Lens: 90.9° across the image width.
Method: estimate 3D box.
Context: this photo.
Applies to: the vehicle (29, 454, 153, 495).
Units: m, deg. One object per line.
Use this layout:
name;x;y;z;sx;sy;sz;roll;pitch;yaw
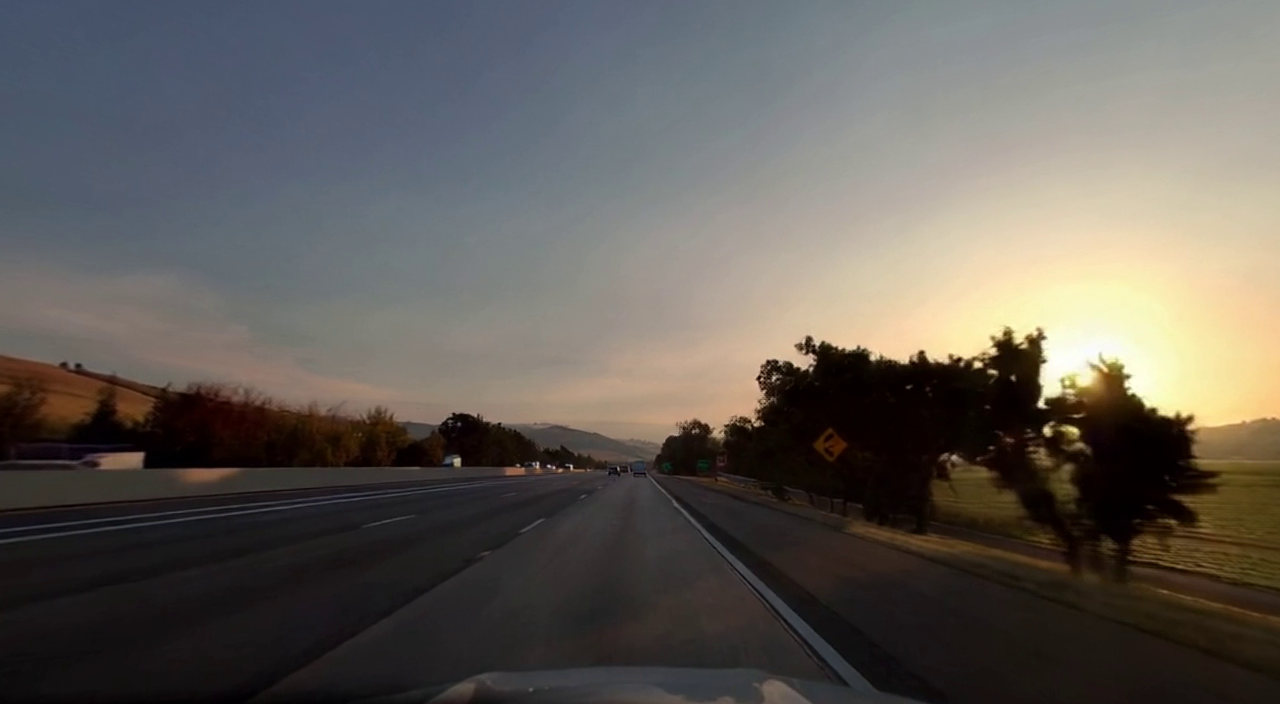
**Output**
vehicle;-28.815;6.432;33.353;2.094;1.949;5.012;1;-10;-3
